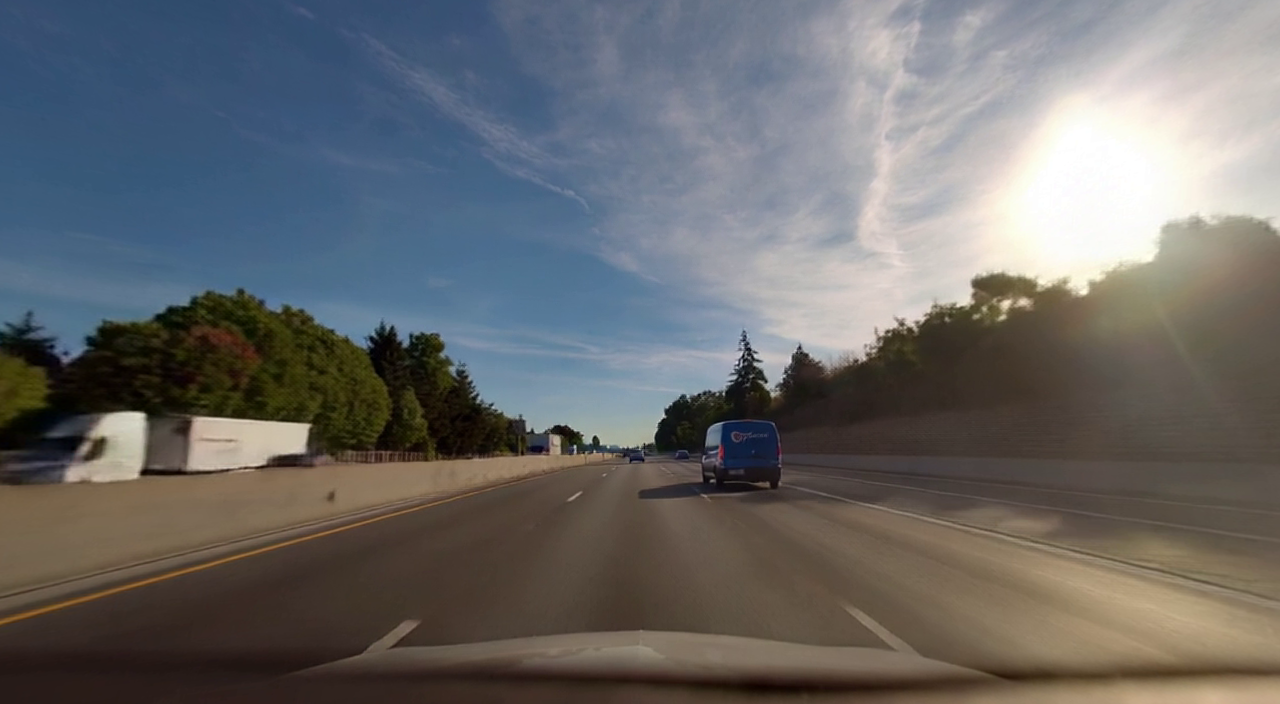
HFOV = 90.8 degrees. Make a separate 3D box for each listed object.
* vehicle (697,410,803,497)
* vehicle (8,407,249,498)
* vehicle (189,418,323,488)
[{"bbox_3d":[3.533,3.471,21.697,2.373,2.561,5.922,0,-9,-2],"label":"vehicle"},{"bbox_3d":[-24.100,4.929,30.997,2.946,3.683,10.509,0,-9,0],"label":"vehicle"},{"bbox_3d":[-24.155,6.441,40.461,3.116,3.980,8.474,0,-9,0],"label":"vehicle"}]
